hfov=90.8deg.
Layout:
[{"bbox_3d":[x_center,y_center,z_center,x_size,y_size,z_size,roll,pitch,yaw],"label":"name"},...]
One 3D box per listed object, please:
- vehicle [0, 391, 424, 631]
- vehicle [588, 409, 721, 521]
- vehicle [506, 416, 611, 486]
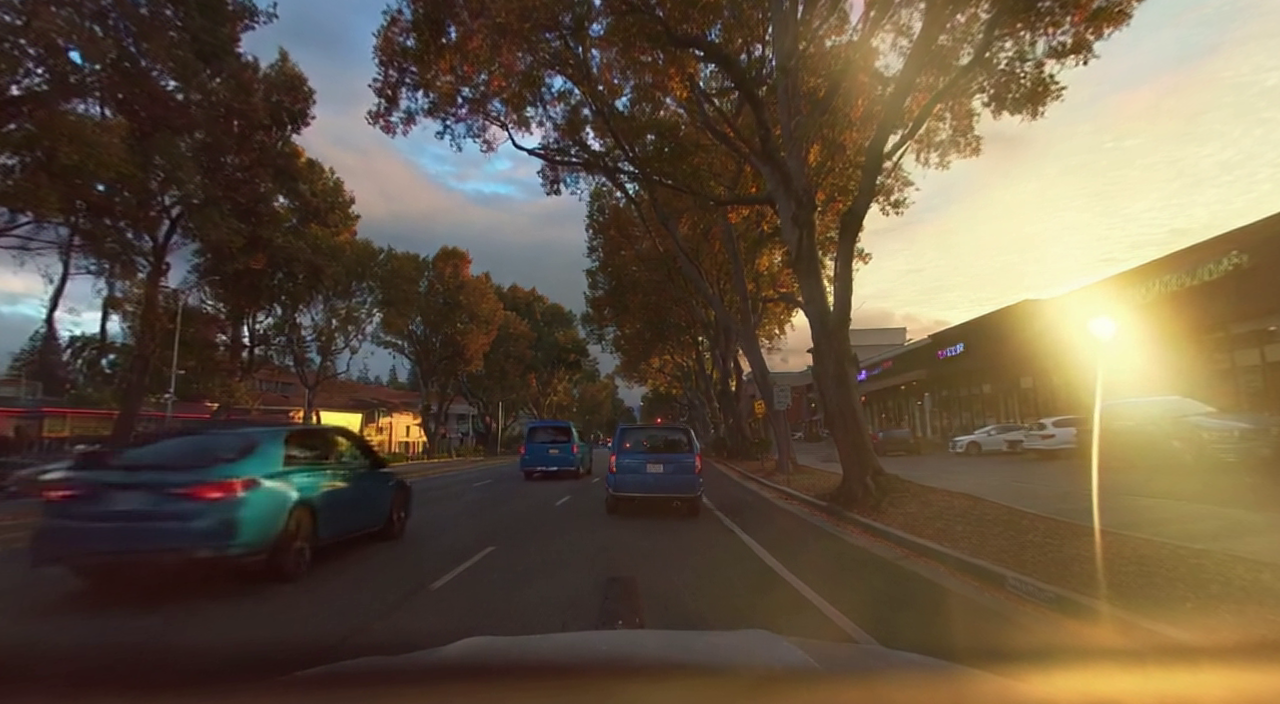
[{"bbox_3d":[-4.204,1.498,7.001,2.116,1.714,4.757,0,-8,-2],"label":"vehicle"},{"bbox_3d":[0.316,2.174,12.549,2.173,1.830,4.189,0,-8,2],"label":"vehicle"},{"bbox_3d":[-2.611,3.413,21.925,2.486,2.074,5.456,-1,-9,5],"label":"vehicle"}]
